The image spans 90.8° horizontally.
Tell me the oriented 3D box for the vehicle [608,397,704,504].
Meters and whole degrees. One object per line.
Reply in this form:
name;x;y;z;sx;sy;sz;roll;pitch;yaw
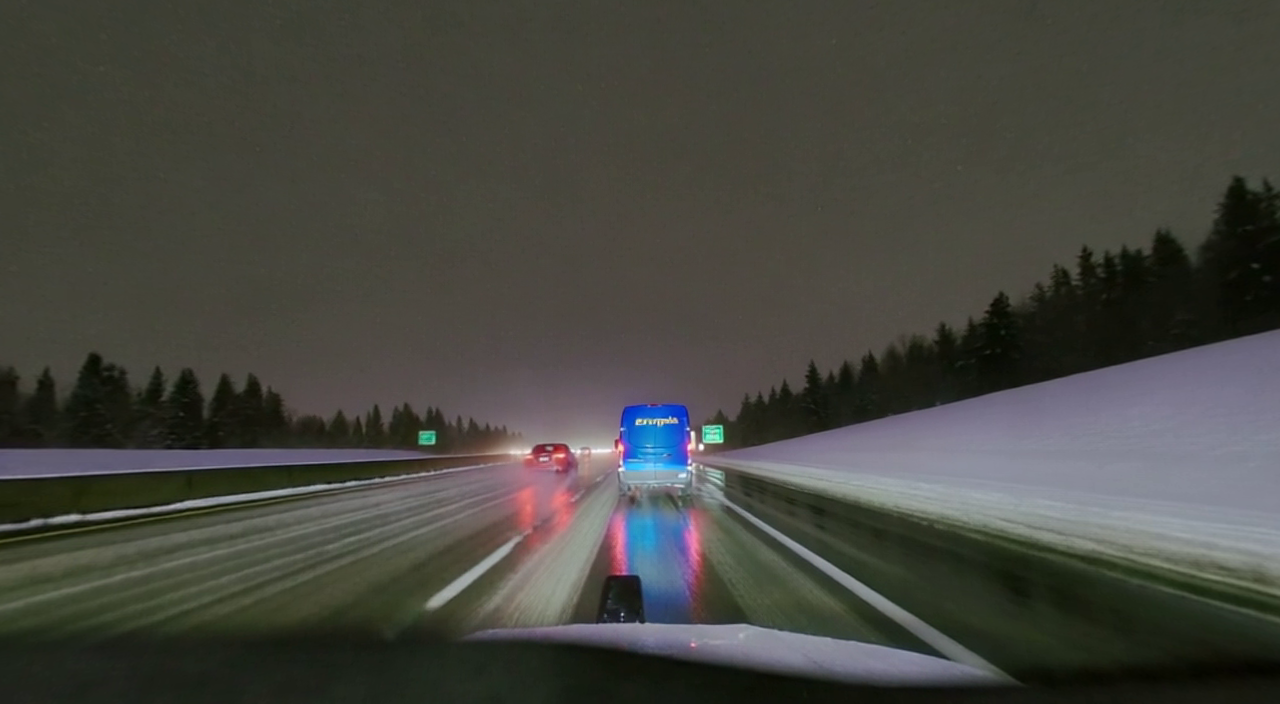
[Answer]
vehicle;0.310;2.799;18.071;2.332;2.558;5.314;0;-9;-2

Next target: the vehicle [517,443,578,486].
vehicle;-3.422;4.230;23.960;1.788;1.500;3.475;0;-9;0
